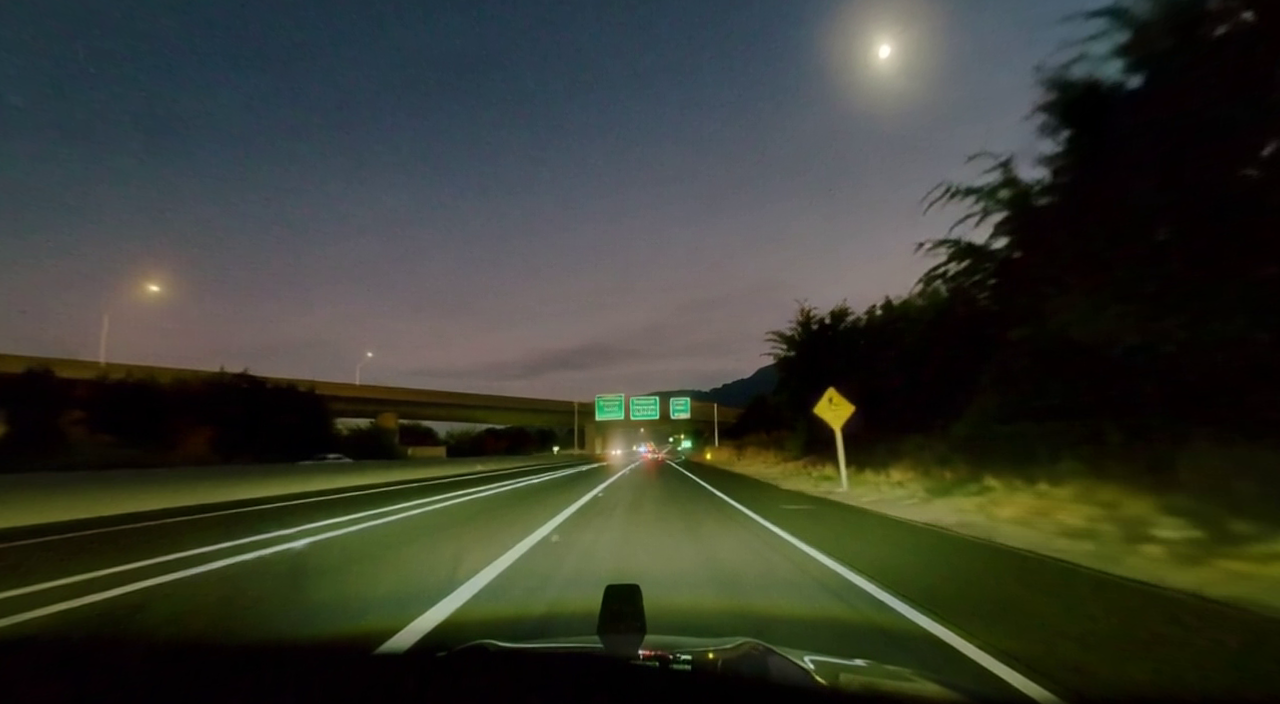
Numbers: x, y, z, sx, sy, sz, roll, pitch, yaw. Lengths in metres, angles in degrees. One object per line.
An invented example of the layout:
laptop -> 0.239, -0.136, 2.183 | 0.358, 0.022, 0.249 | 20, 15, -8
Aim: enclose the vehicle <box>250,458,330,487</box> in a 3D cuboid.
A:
vehicle -> -20.159, 6.931, 36.543 | 1.915, 1.503, 4.856 | 0, -9, 0
